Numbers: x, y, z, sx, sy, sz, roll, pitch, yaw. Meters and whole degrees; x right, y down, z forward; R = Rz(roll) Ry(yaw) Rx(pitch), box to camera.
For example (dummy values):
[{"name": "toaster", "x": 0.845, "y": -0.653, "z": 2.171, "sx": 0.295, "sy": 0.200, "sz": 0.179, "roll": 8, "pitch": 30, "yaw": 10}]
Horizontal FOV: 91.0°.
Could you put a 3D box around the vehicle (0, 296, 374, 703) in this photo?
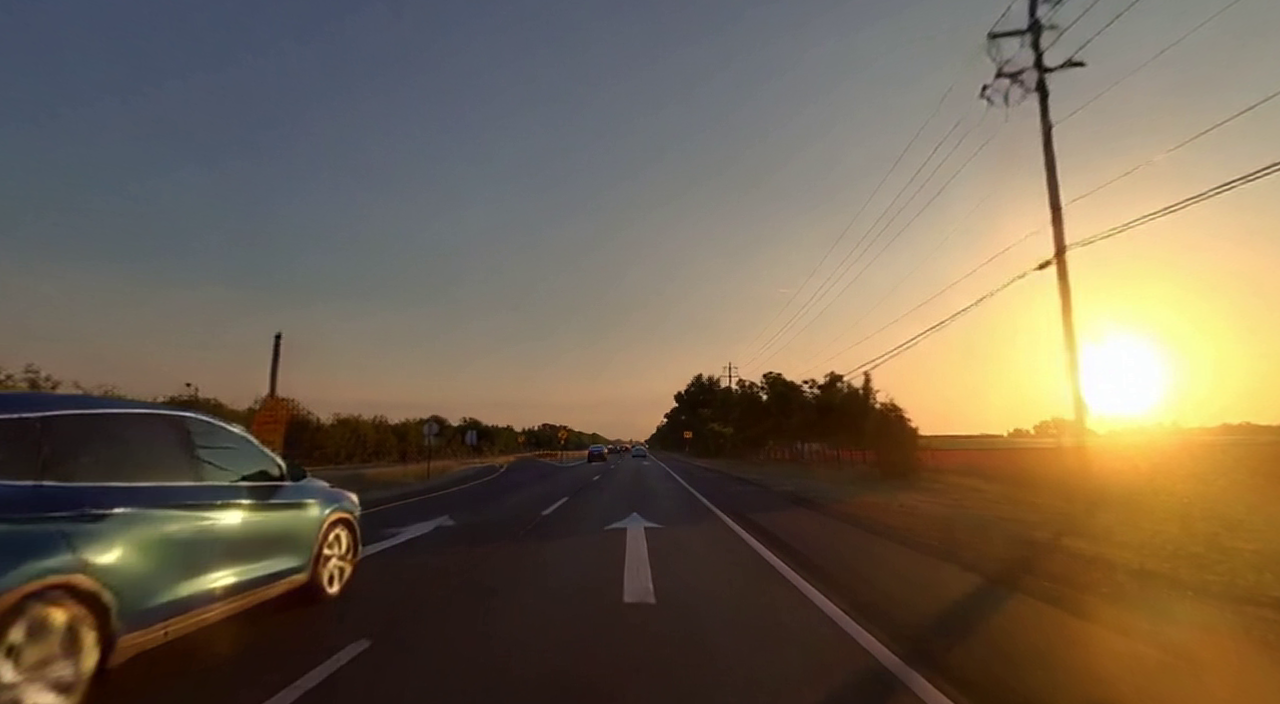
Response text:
[{"name": "vehicle", "x": -3.551, "y": 0.896, "z": 3.458, "sx": 2.173, "sy": 1.863, "sz": 4.786, "roll": 0, "pitch": -9, "yaw": -2}]
